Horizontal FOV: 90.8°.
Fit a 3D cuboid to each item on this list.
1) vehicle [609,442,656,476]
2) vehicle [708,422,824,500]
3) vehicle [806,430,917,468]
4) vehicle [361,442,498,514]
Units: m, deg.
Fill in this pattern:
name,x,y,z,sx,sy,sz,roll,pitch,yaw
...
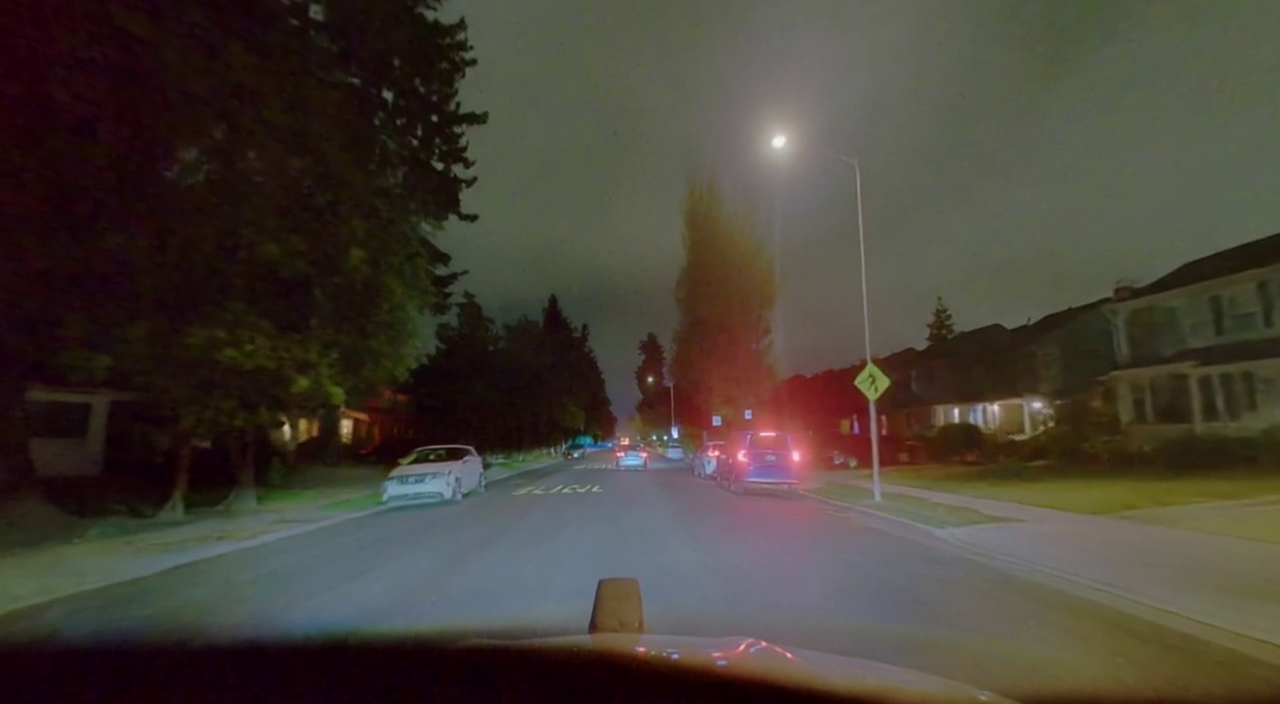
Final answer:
name,x,y,z,sx,sy,sz,roll,pitch,yaw
vehicle,-0.361,4.831,28.815,2.000,1.449,4.006,0,-8,-1
vehicle,3.481,3.134,18.606,2.221,1.960,4.927,0,-8,-2
vehicle,10.935,4.809,31.433,4.730,1.504,1.894,-4,-8,0
vehicle,-5.385,3.226,16.825,1.984,1.498,4.508,-3,-8,2
